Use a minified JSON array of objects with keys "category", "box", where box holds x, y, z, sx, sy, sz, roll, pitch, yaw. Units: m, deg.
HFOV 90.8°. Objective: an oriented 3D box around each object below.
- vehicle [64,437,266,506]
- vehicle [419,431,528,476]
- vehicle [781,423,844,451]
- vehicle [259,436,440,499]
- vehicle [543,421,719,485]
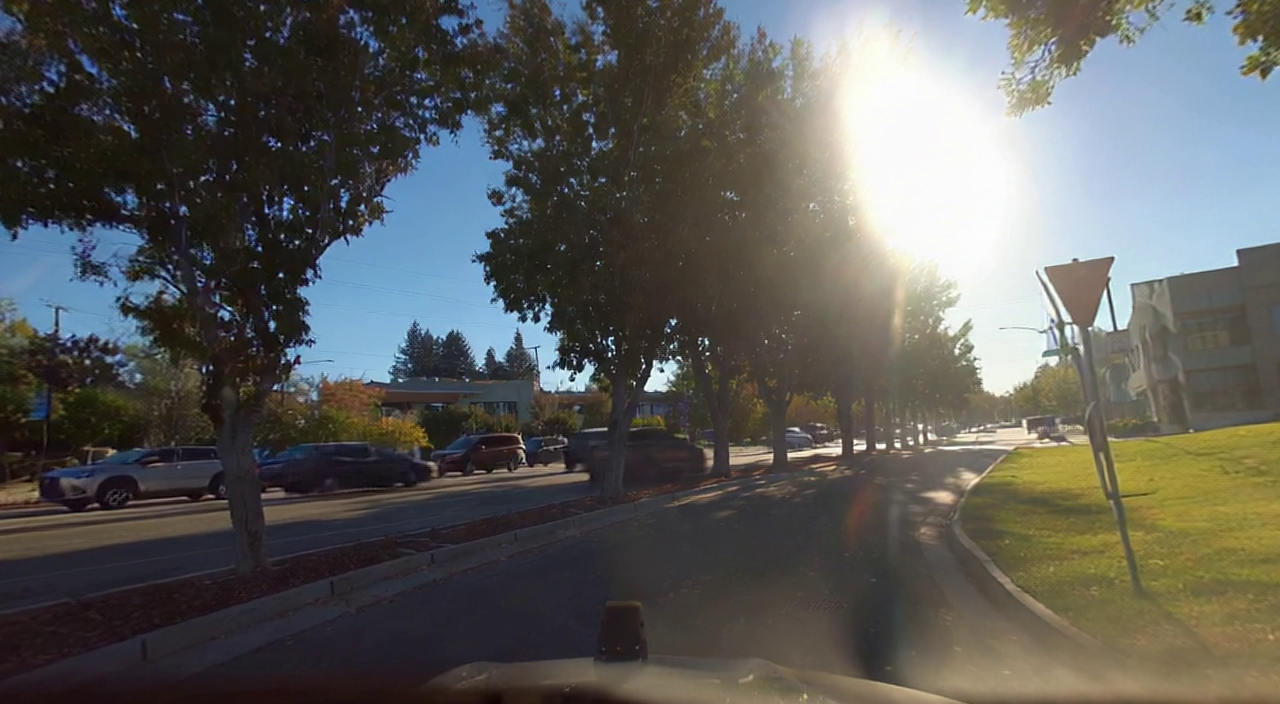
[{"category":"vehicle","box":[-15.754,3.909,21.269,2.294,2.000,4.788,-7,-10,33]},{"category":"vehicle","box":[-8.239,5.002,31.723,2.134,1.924,4.911,-7,-8,41]},{"category":"vehicle","box":[10.919,5.336,39.690,2.040,1.625,5.119,-5,-10,36]},{"category":"vehicle","box":[-9.643,3.822,21.317,2.313,1.688,5.015,-12,-12,39]},{"category":"vehicle","box":[-0.130,2.945,18.456,2.201,1.574,5.060,-11,-13,42]}]
